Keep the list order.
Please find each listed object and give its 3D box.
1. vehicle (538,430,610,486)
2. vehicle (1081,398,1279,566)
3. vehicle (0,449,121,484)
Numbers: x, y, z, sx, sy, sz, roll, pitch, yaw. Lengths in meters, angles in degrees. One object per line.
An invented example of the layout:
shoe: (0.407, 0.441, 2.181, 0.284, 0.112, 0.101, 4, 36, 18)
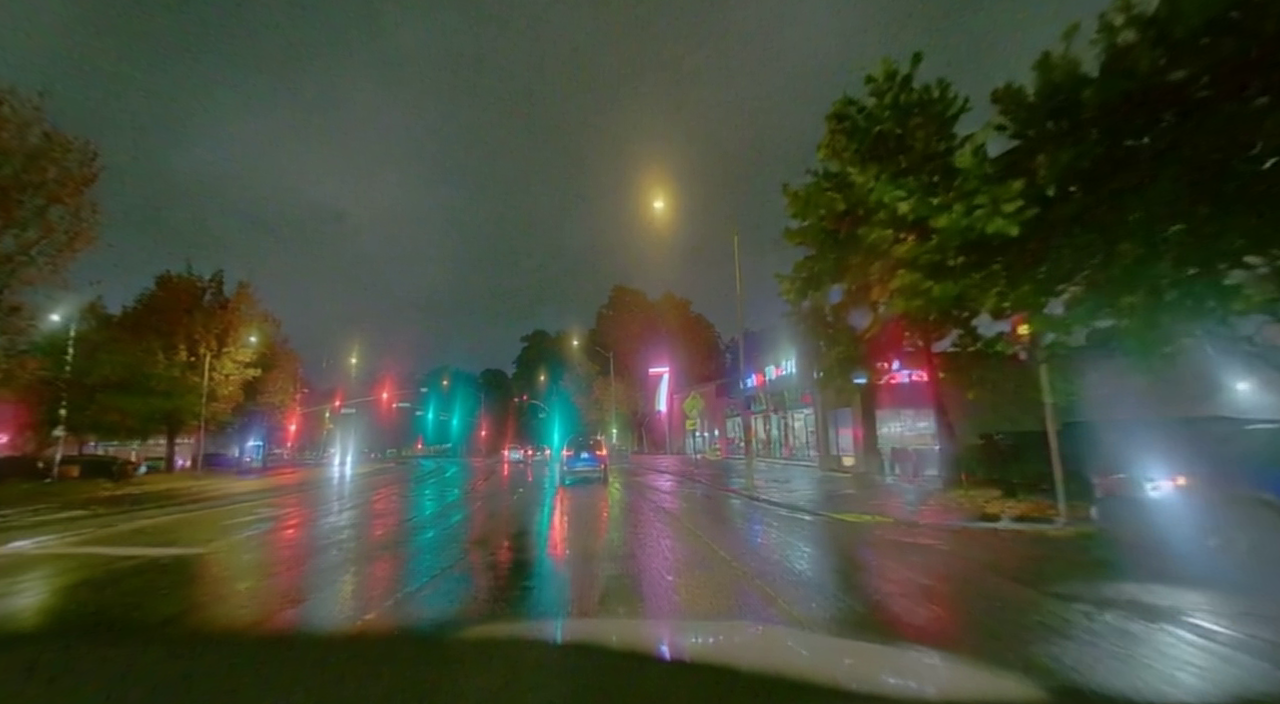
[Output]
vehicle: (-2.341, 3.567, 21.657, 2.227, 1.733, 3.930, 1, -8, -8)
vehicle: (8.103, 1.413, 7.025, 5.076, 1.761, 2.077, -6, -10, 36)
vehicle: (-32.912, 6.392, 35.564, 5.060, 1.793, 2.403, 2, -8, -17)
